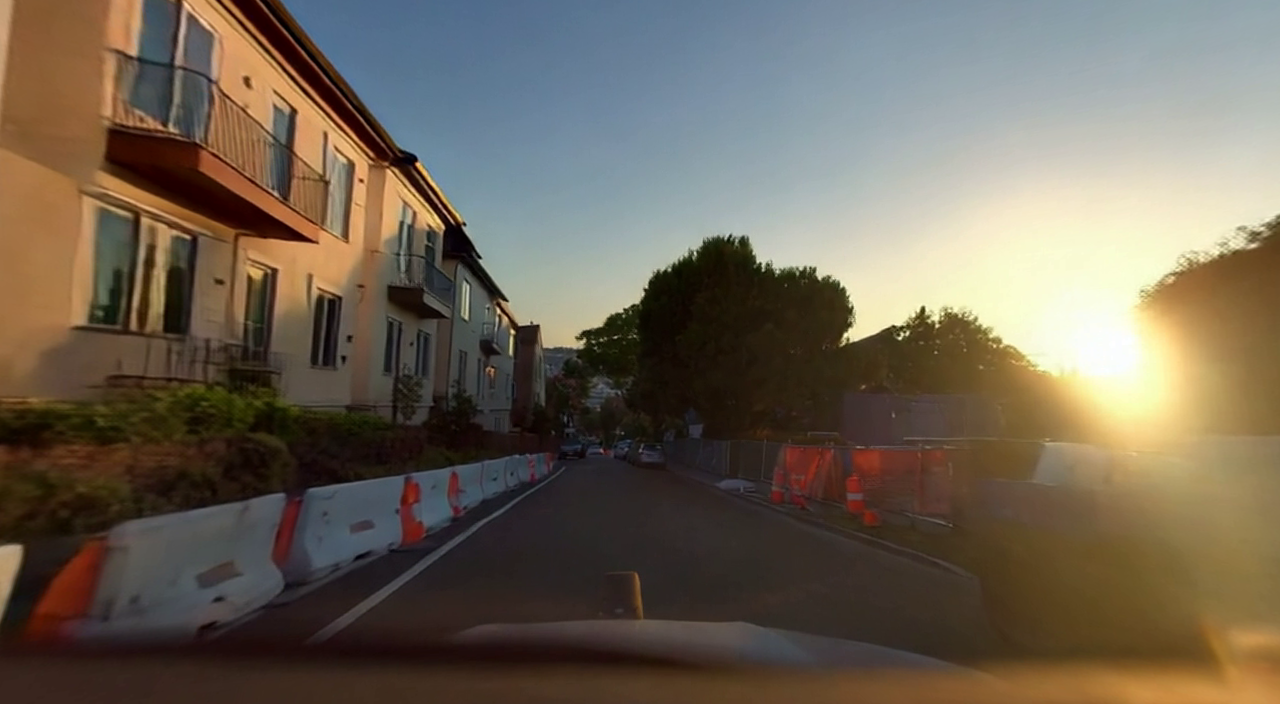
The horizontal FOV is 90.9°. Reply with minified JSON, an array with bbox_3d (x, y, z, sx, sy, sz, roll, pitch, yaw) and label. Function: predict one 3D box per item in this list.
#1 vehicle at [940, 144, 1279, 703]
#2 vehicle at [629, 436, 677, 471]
[{"bbox_3d":[3.336,0.699,3.575,1.758,2.572,2.706,8,-13,-6],"label":"vehicle"},{"bbox_3d":[0.622,5.402,33.835,2.066,1.739,4.234,1,-8,-6],"label":"vehicle"}]
